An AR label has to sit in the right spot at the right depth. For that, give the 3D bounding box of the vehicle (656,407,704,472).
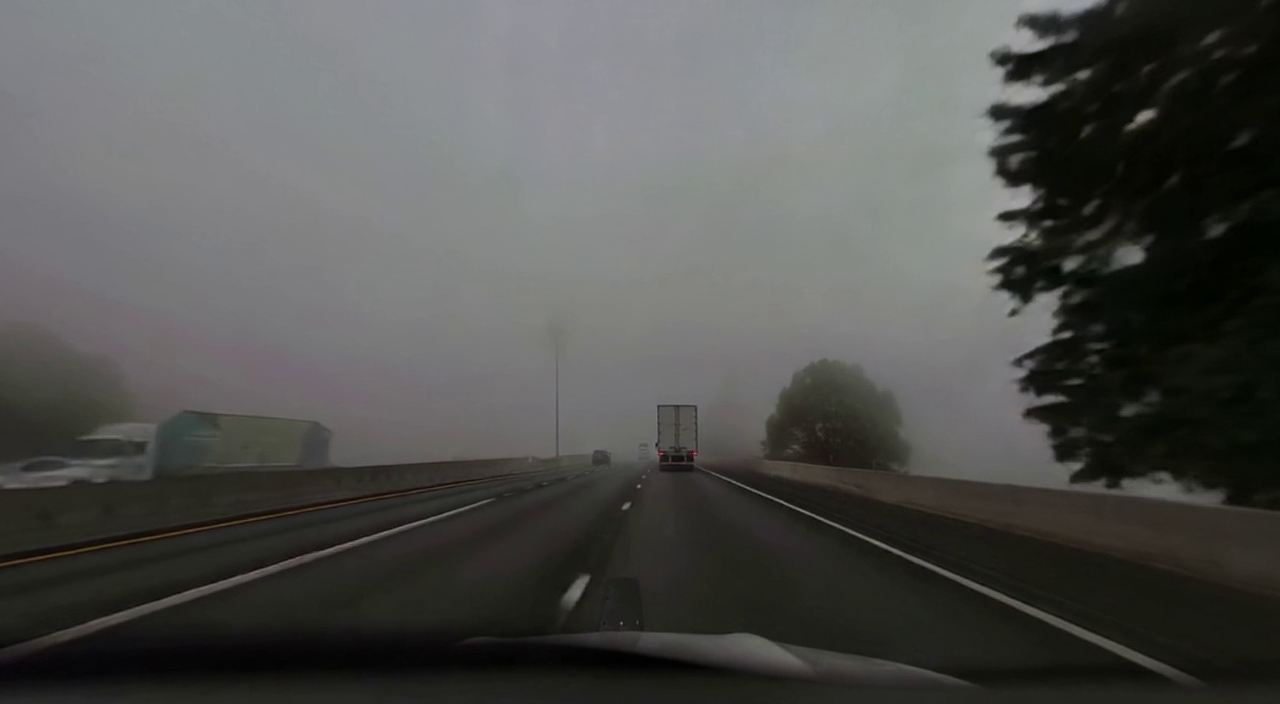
[{"bbox_3d":[2.713,6.577,46.555,2.901,4.032,14.338,0,-9,2],"label":"vehicle"}]
